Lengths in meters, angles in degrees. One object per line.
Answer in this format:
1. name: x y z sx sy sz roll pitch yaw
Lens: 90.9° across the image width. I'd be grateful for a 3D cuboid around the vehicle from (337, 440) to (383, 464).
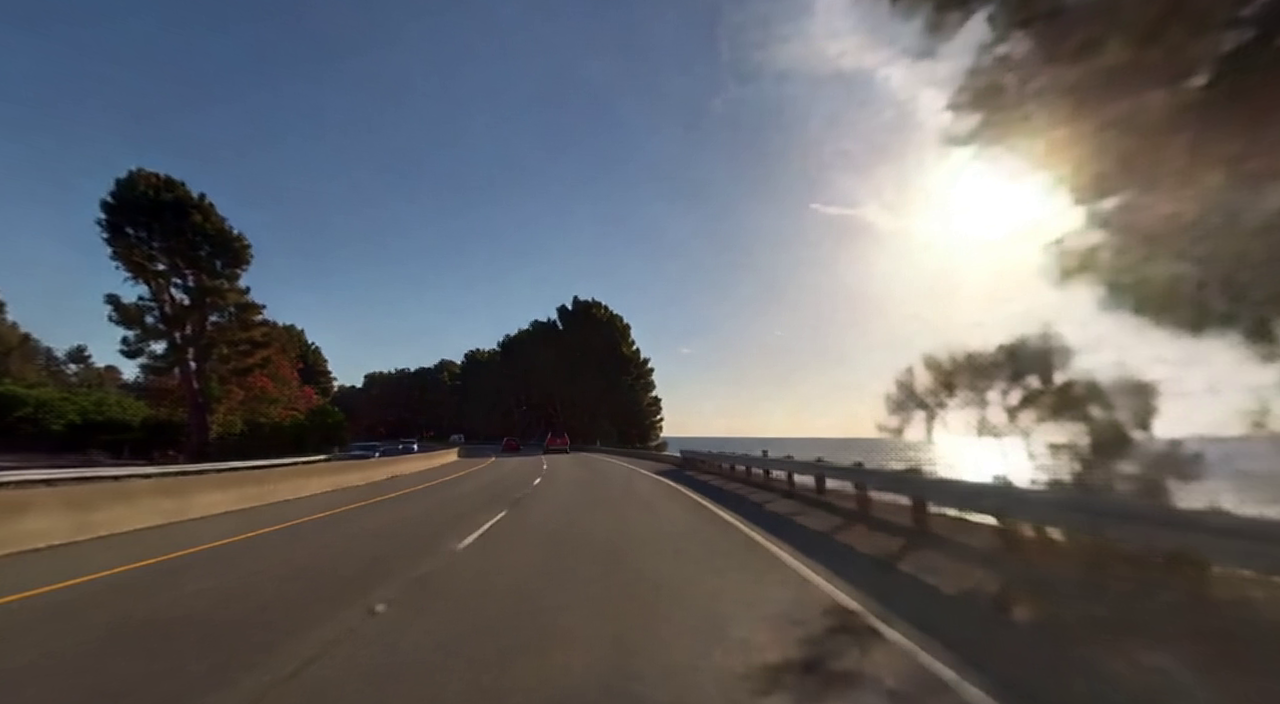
1. vehicle: -19.839 7.078 44.876 1.929 1.611 4.479 1 -8 -11
